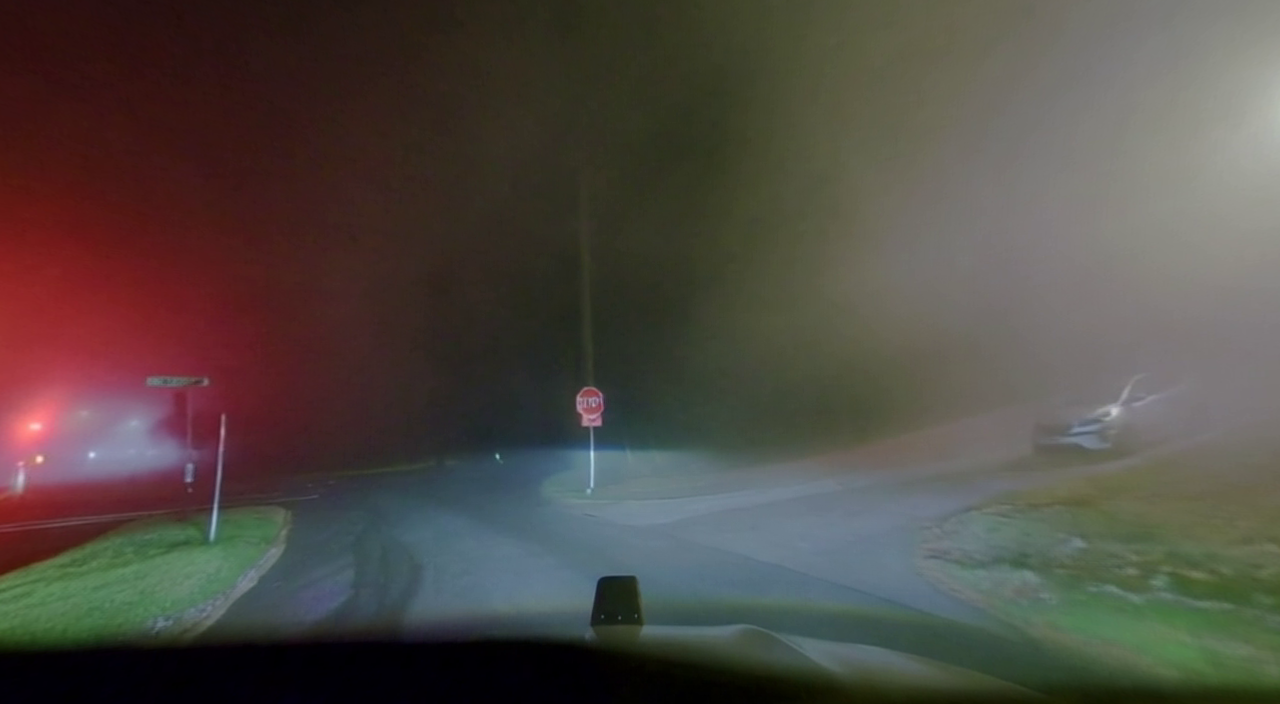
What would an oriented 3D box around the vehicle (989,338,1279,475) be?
[{"bbox_3d":[9.087,0.986,11.485,4.403,1.574,1.914,-9,-6,-15],"label":"vehicle"}]
